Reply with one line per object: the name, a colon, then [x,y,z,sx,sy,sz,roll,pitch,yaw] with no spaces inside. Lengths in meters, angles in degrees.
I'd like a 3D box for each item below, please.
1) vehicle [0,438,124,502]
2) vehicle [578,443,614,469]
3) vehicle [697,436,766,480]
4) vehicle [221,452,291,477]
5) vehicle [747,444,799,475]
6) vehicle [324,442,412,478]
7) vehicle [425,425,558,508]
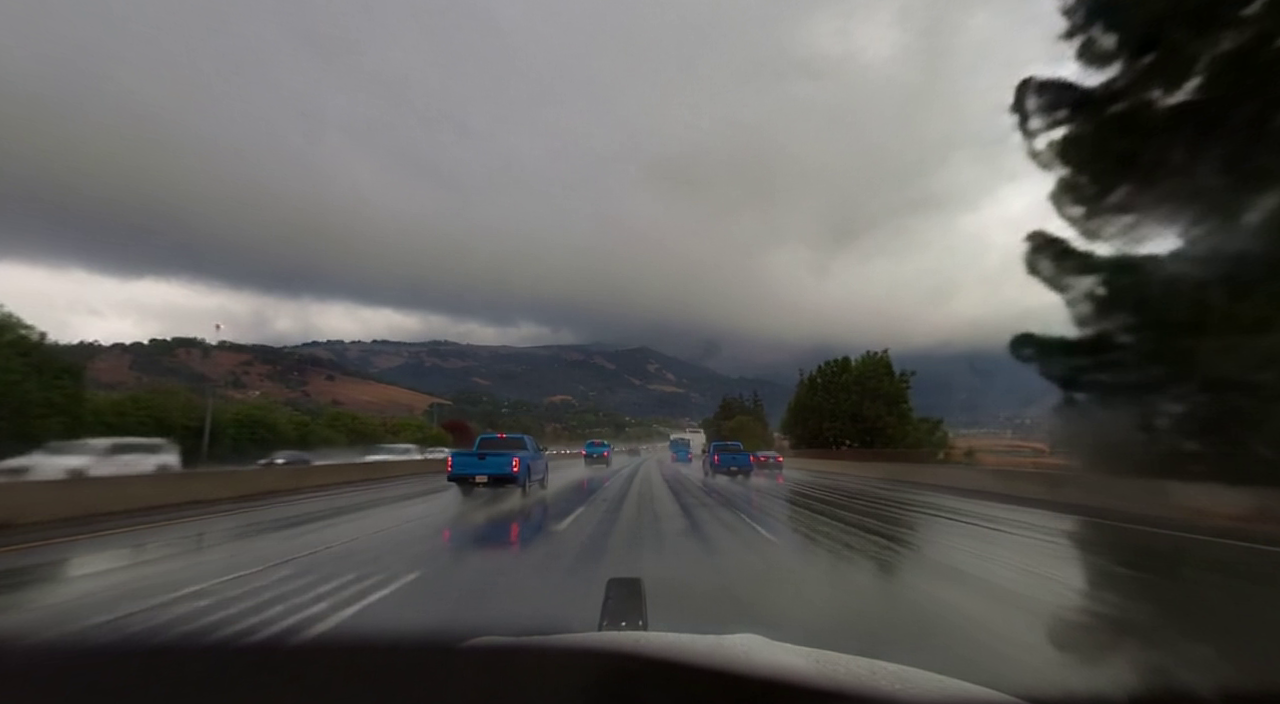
vehicle: [-17.134,3.192,17.396,1.963,1.590,4.486,0,-8,1]
vehicle: [-3.187,7.611,46.534,2.235,1.785,4.386,0,-8,1]
vehicle: [4.329,5.109,30.805,2.424,1.952,5.611,0,-8,-1]
vehicle: [-25.155,7.353,41.542,1.769,1.450,4.479,0,-8,1]
vehicle: [7.989,6.471,38.244,2.104,1.724,4.701,0,-8,0]
vehicle: [-13.054,5.185,30.684,2.126,1.607,4.817,0,-8,0]
vehicle: [-3.708,2.968,16.906,2.227,1.853,5.161,0,-8,1]
